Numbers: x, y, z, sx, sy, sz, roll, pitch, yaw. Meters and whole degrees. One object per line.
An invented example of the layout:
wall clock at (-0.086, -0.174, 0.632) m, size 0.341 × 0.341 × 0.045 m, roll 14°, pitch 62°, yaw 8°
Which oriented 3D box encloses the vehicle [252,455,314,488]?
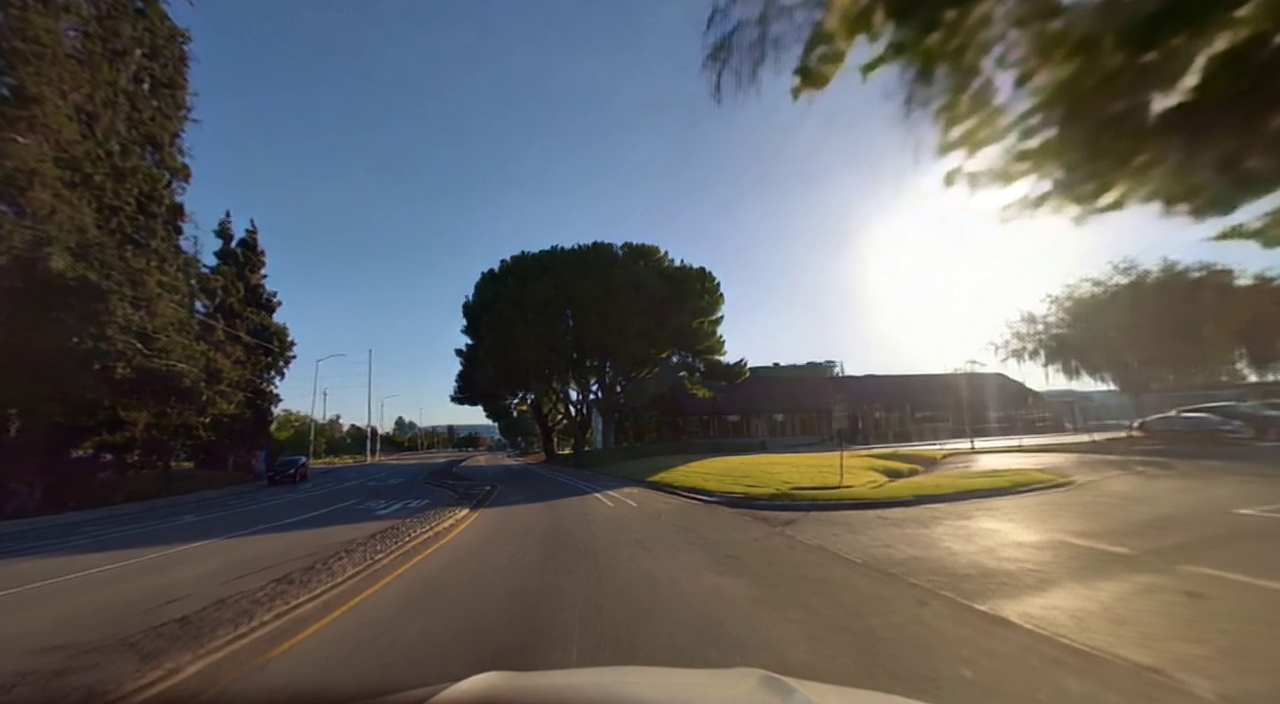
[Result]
vehicle at (-19.998, 6.751, 35.463) m, size 1.952 × 1.632 × 4.200 m, roll 1°, pitch -11°, yaw -14°
